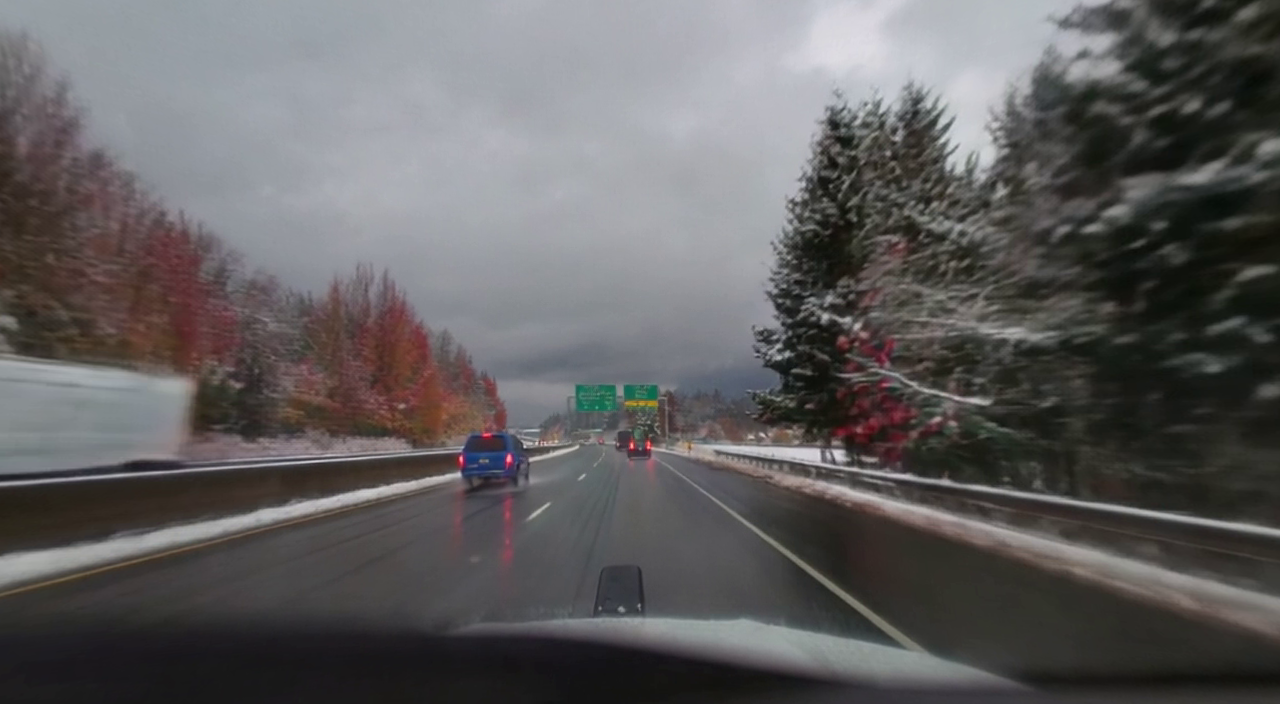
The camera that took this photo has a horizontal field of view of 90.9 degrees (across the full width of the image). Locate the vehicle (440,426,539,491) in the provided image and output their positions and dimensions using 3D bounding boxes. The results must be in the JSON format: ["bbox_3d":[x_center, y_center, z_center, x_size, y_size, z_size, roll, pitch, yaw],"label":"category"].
[{"bbox_3d":[-4.327,3.140,18.870,1.924,1.720,4.195,0,-8,0],"label":"vehicle"}]

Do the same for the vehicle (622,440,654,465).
[{"bbox_3d":[-0.142,6.395,40.238,1.939,1.497,3.863,1,-8,-1],"label":"vehicle"}]

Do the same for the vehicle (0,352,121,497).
[{"bbox_3d":[-11.678,1.110,9.832,2.276,2.355,5.643,0,-8,0],"label":"vehicle"}]
